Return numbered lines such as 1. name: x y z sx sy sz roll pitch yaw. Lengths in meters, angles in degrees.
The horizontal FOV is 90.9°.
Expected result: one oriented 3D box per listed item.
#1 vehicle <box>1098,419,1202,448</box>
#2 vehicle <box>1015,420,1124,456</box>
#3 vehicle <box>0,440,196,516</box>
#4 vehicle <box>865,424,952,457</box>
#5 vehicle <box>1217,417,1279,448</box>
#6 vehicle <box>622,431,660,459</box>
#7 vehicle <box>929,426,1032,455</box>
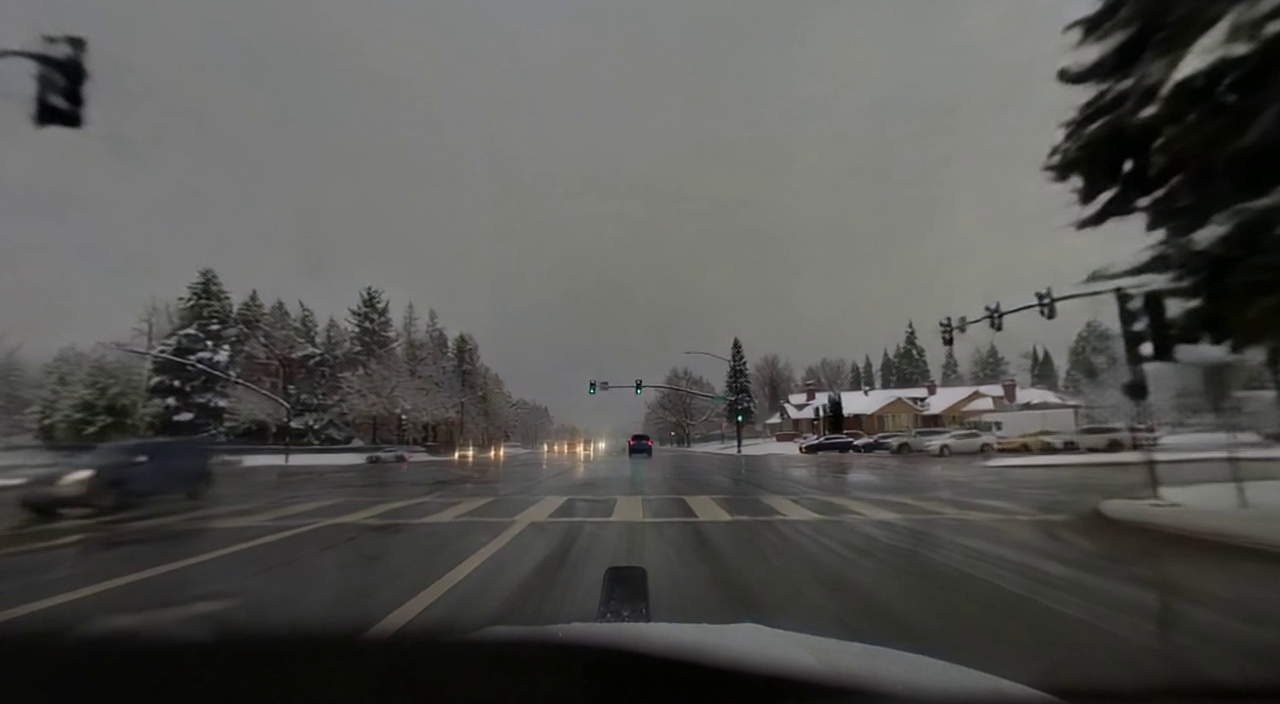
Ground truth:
1. vehicle: 35.102 5.622 43.496 5.343 1.946 2.031 0 -8 1
2. vehicle: 25.231 5.060 37.144 4.897 1.637 1.895 -5 -8 1
3. vehicle: -14.972 3.306 17.290 2.138 1.761 4.611 0 -8 1
4. vehicle: 17.366 5.732 40.887 4.554 1.704 2.121 -6 -7 1
5. vehicle: 34.482 4.355 34.001 4.586 1.634 2.107 0 -8 1
6. vehicle: 0.070 6.221 42.169 2.437 1.737 4.420 0 -8 0
7. vehicle: 18.475 4.823 34.352 4.474 1.482 1.937 0 -8 1
